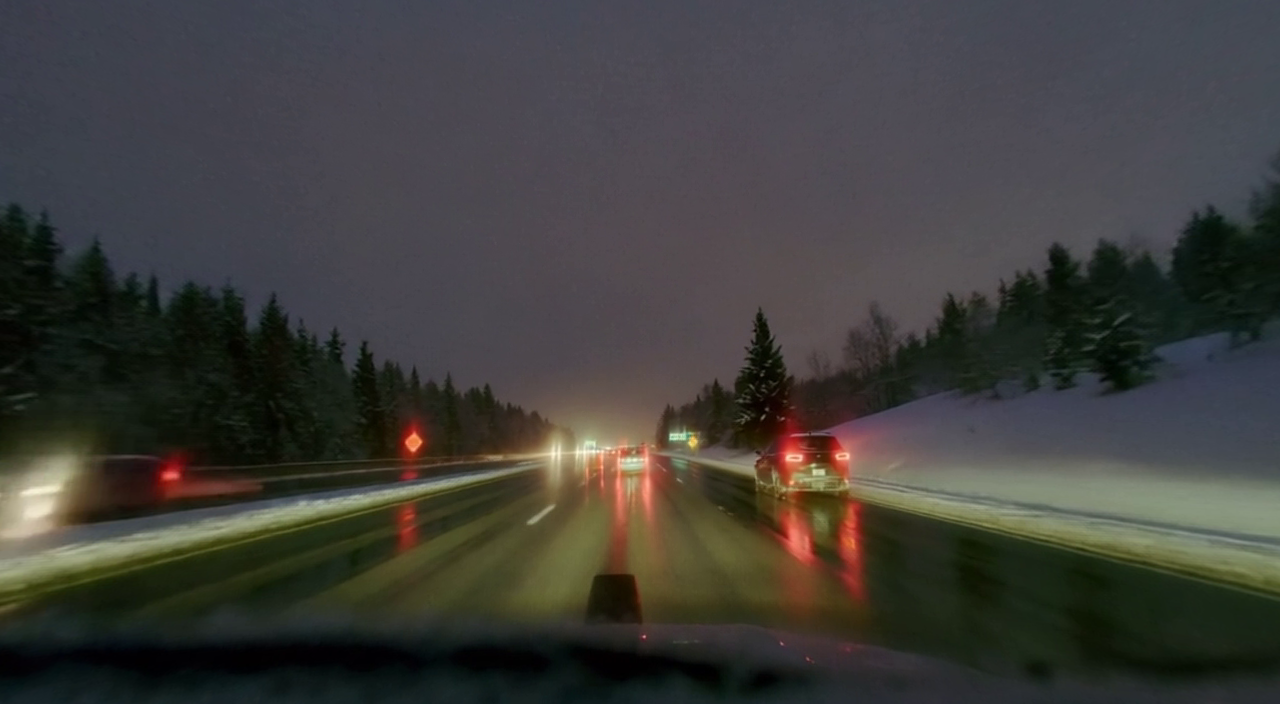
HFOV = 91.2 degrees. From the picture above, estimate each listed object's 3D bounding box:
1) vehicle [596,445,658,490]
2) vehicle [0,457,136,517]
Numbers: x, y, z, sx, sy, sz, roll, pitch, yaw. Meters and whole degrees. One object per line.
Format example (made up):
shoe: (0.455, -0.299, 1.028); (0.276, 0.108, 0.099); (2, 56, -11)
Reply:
vehicle: (-0.461, 4.204, 23.140); (2.066, 1.490, 3.759); (-1, -9, -1)
vehicle: (-17.170, 3.760, 17.819); (1.893, 1.464, 4.526); (-1, -9, 0)
